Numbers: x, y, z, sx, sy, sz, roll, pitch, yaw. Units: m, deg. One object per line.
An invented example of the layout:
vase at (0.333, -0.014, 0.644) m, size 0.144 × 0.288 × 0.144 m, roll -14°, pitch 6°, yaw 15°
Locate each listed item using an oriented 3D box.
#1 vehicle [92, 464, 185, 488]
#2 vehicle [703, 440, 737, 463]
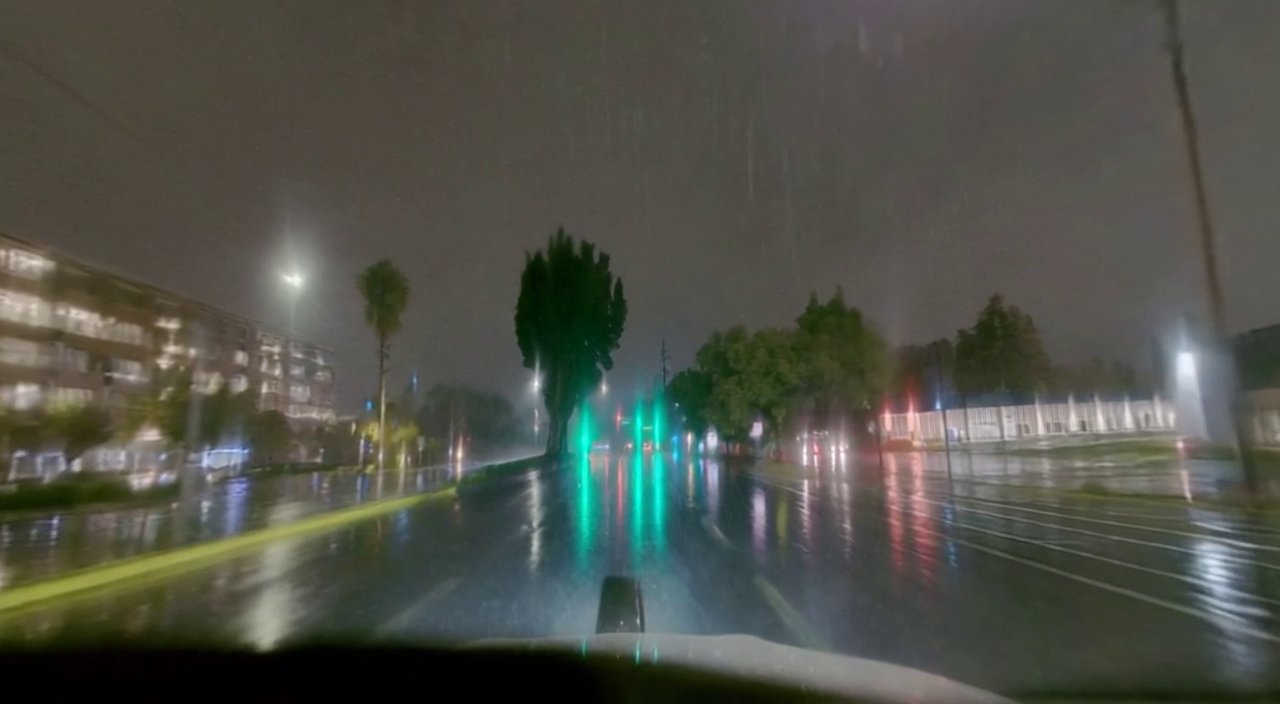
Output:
vehicle at (-32.513, 8.017, 41.027) m, size 4.359 × 1.405 × 1.831 m, roll 0°, pitch -8°, yaw -1°
vehicle at (6.057, 7.566, 48.227) m, size 1.986 × 1.682 × 4.341 m, roll 0°, pitch -8°, yaw 0°
